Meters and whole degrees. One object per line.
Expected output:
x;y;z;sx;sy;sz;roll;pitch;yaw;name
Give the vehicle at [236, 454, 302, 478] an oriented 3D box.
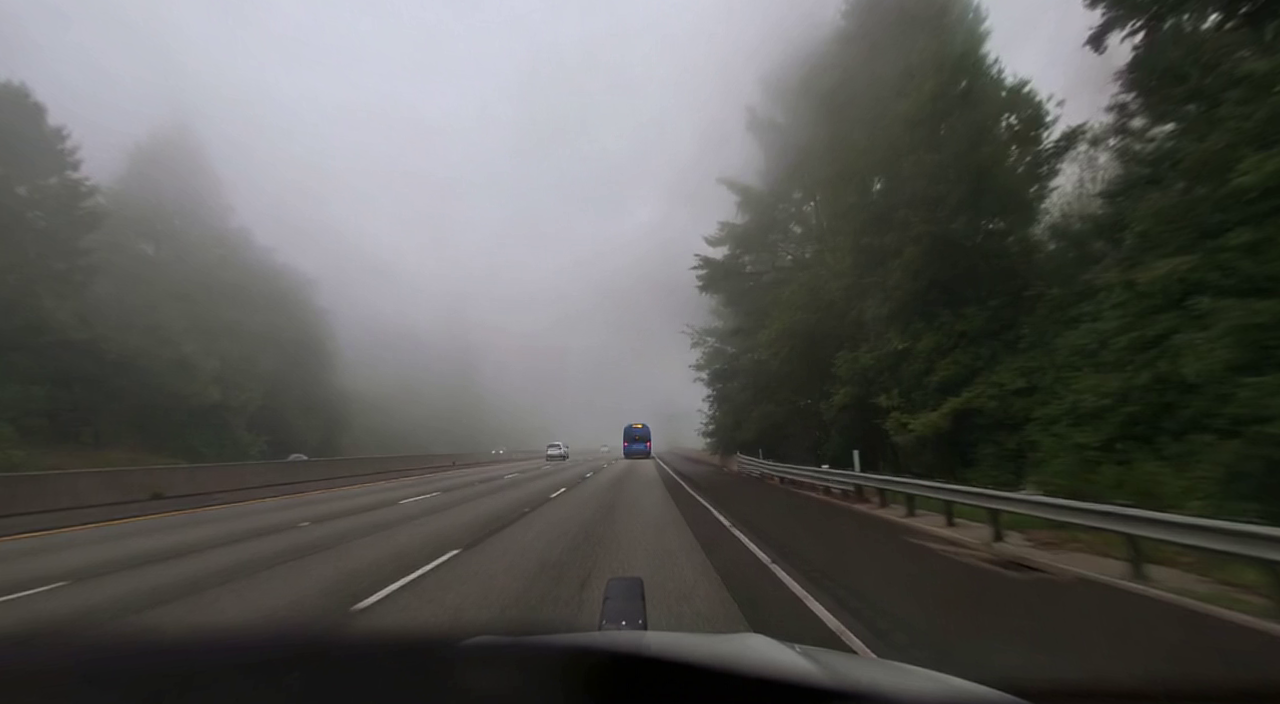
-24.972;7.662;42.665;1.877;1.489;4.236;0;-8;0;vehicle
